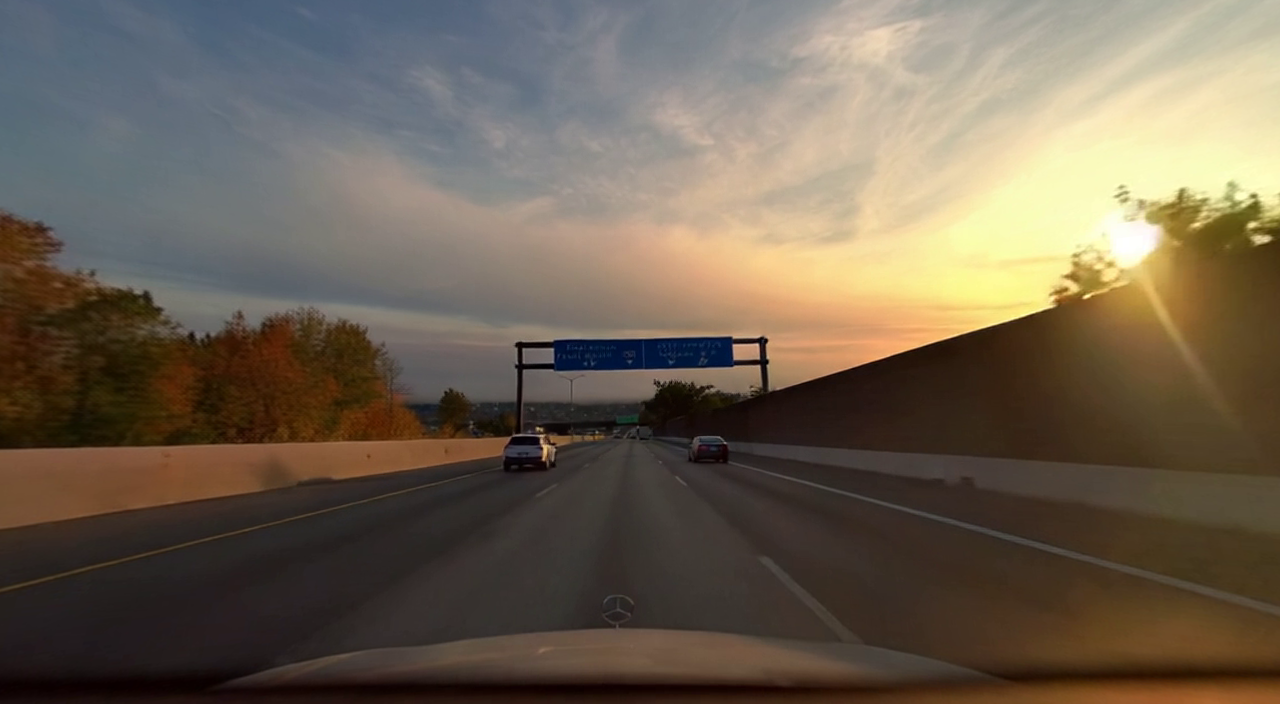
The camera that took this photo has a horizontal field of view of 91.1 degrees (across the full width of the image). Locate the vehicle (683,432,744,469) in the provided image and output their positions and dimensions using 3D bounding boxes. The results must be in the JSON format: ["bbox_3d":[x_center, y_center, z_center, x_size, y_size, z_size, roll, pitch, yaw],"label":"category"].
[{"bbox_3d":[3.222,4.407,28.534,2.077,1.523,4.539,0,-8,-2],"label":"vehicle"}]

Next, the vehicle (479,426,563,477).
[{"bbox_3d":[-4.169,3.548,22.779,2.219,1.660,4.153,0,-8,0],"label":"vehicle"}]
